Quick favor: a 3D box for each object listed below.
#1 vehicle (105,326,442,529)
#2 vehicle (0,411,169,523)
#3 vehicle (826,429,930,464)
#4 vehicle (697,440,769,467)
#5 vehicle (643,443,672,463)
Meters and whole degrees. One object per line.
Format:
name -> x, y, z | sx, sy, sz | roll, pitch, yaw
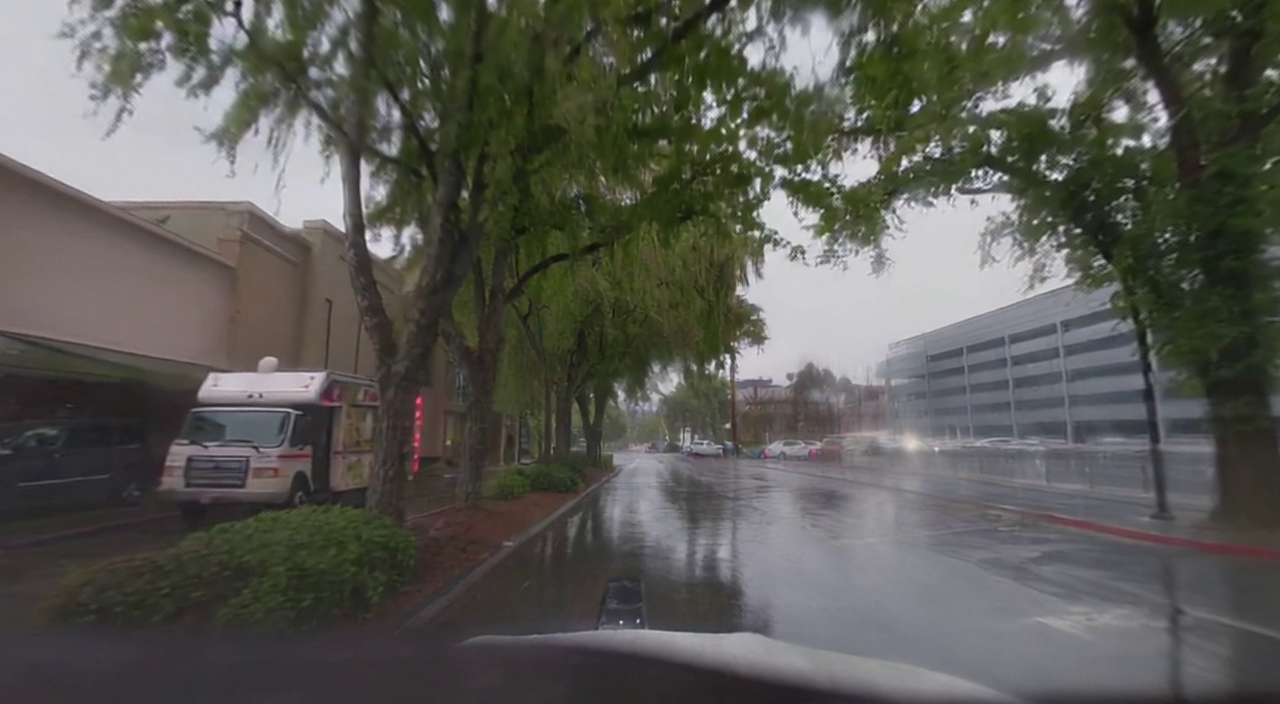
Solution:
vehicle -> -6.917, 1.707, 13.627 | 2.968, 3.222, 7.036 | 0, -9, 0
vehicle -> -11.006, 1.947, 10.897 | 1.944, 1.742, 4.657 | -1, -8, 4
vehicle -> 14.737, 5.870, 39.386 | 5.540, 2.045, 2.259 | 0, -8, 0
vehicle -> 6.273, 6.803, 42.557 | 4.626, 1.723, 1.939 | 5, -10, -31
vehicle -> 1.313, 7.757, 48.808 | 2.046, 1.445, 4.001 | 0, -8, 0
